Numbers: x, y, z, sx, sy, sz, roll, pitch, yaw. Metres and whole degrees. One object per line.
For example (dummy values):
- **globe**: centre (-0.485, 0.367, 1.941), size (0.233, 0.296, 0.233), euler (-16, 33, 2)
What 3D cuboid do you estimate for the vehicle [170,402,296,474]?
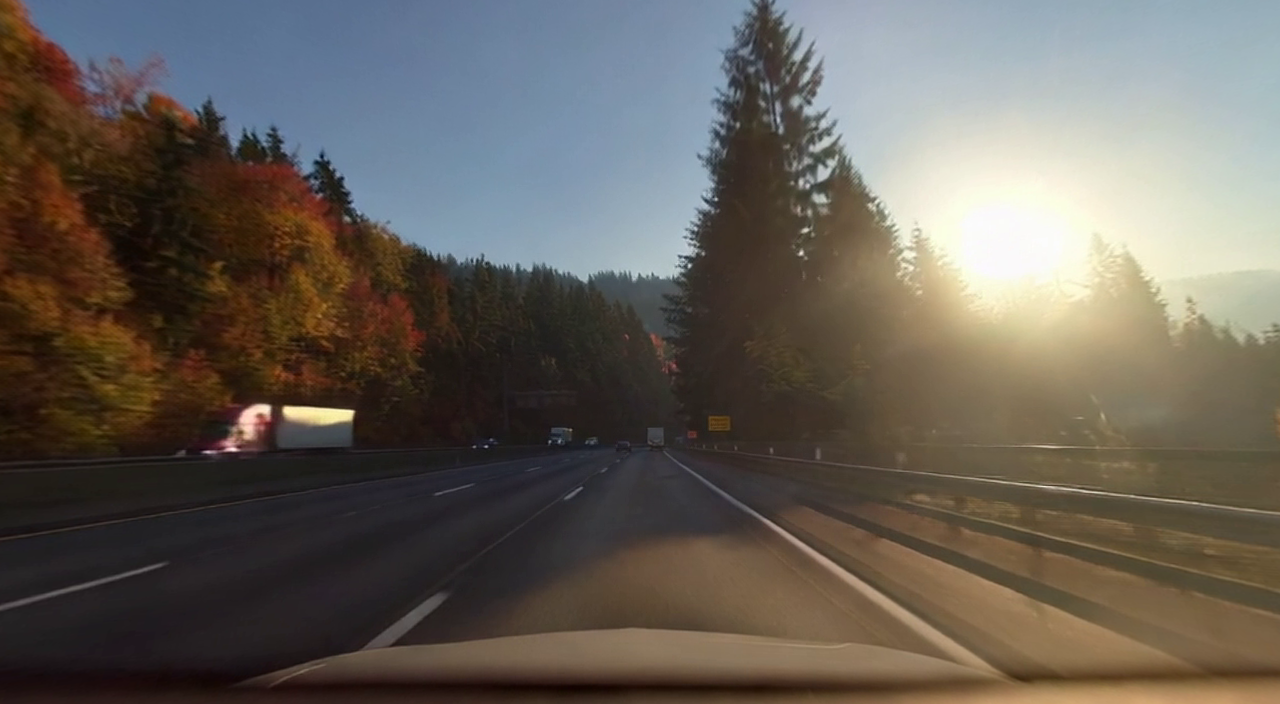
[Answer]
- **vehicle**: centre (-22.861, 4.918, 35.817), size (2.967, 3.721, 5.967), euler (0, -8, 1)
